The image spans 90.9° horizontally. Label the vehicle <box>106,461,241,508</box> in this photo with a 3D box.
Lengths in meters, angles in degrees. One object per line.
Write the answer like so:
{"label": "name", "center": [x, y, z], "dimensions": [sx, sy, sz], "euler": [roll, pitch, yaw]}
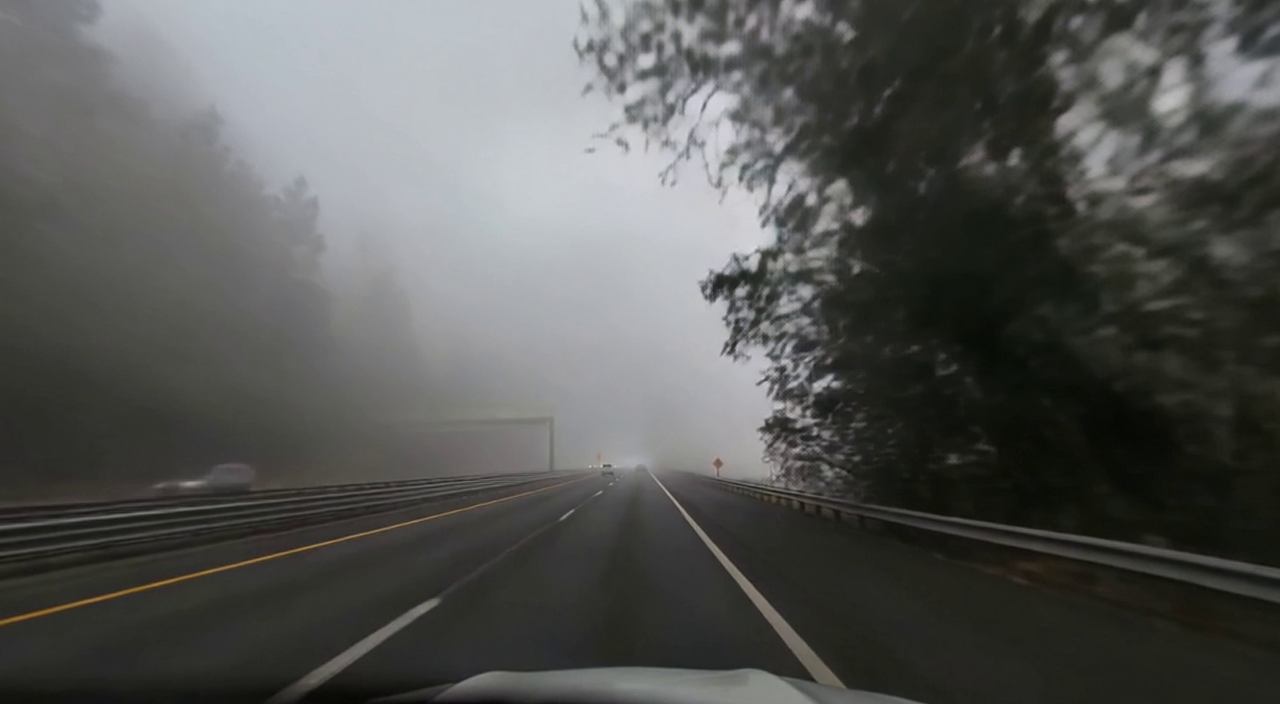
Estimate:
{"label": "vehicle", "center": [-17.166, 4.884, 23.467], "dimensions": [1.837, 1.531, 4.010], "euler": [1, -10, 1]}
